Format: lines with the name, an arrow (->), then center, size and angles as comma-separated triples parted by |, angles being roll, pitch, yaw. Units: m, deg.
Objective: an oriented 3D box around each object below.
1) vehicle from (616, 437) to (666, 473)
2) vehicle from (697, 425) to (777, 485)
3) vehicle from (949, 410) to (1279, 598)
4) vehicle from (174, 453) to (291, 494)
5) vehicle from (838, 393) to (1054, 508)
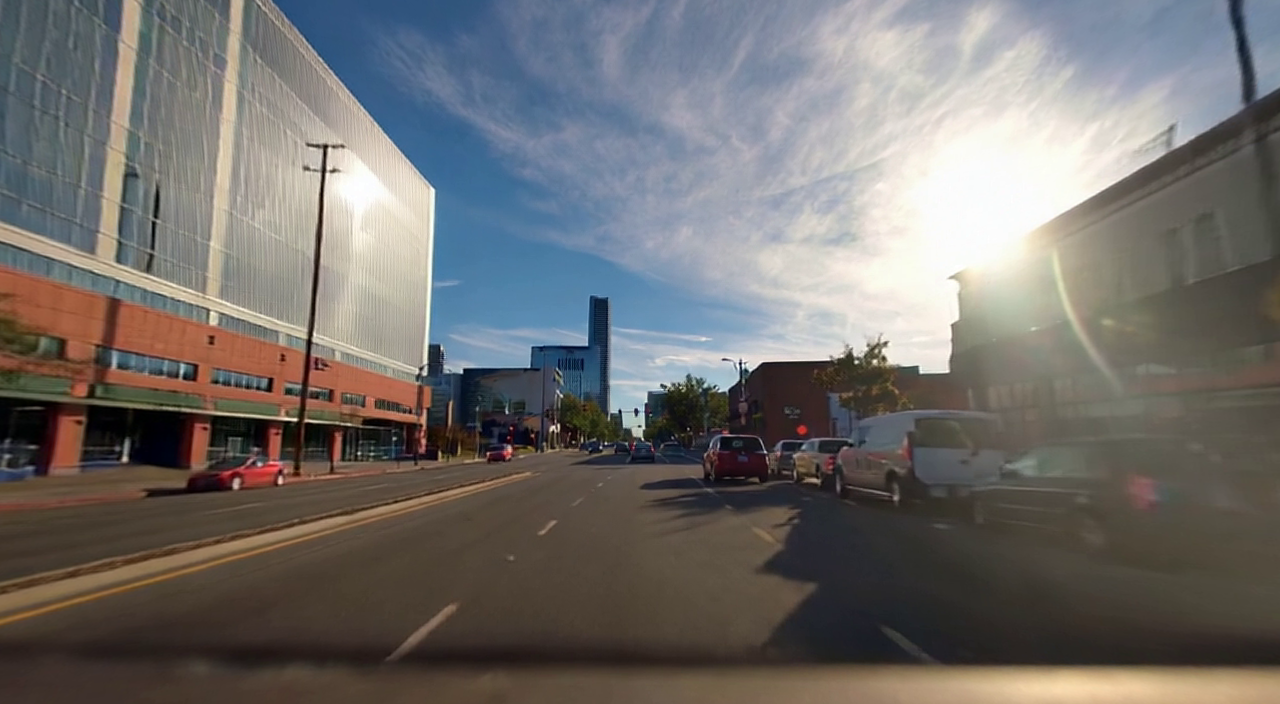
vehicle -> 0.048, 4.952, 30.376 | 2.245, 1.587, 4.094 | 0, -8, 0
vehicle -> 3.463, 3.793, 23.453 | 2.159, 1.938, 4.836 | 0, -8, 0
vehicle -> 6.733, 1.909, 8.933 | 2.176, 1.901, 4.887 | 0, -8, 0
vehicle -> -17.407, 5.169, 27.250 | 1.924, 1.558, 4.620 | 0, -8, 1
vehicle -> 6.759, 2.283, 14.881 | 2.396, 2.218, 5.242 | 0, -8, 0
